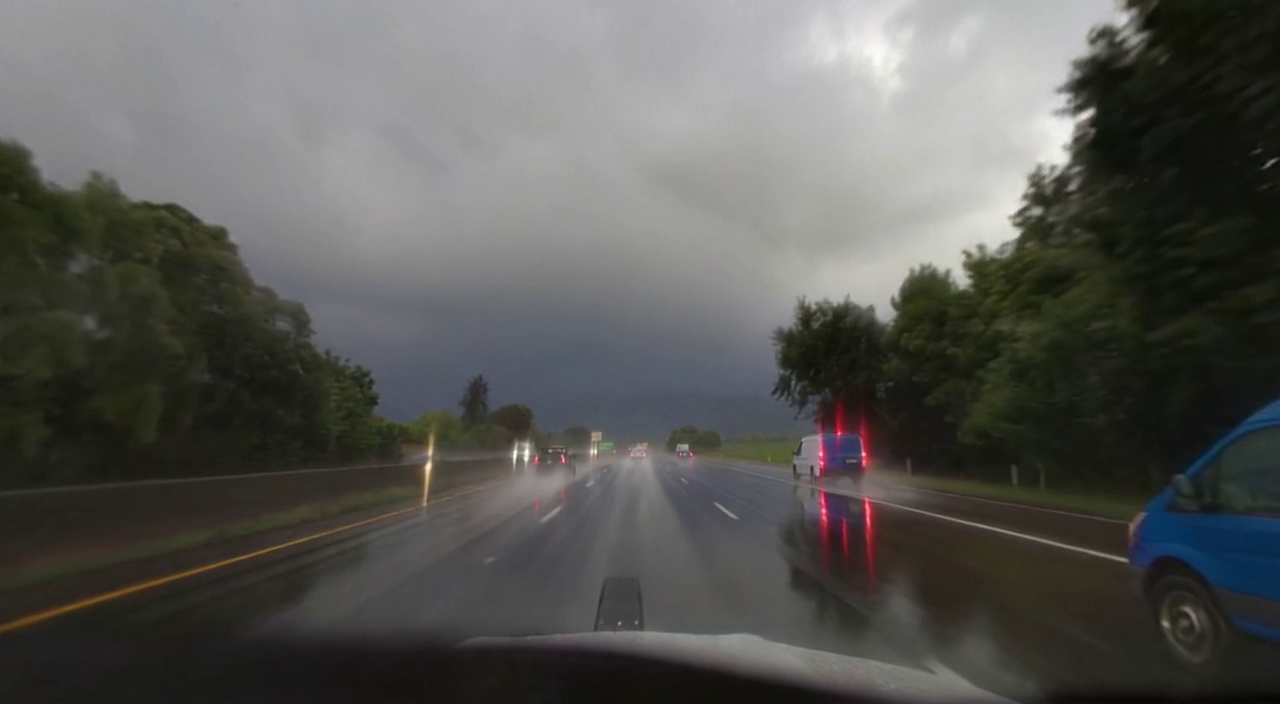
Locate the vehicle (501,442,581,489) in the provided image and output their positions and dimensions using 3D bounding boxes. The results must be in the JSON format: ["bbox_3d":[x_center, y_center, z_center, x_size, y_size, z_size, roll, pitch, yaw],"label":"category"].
[{"bbox_3d":[-3.490,4.123,23.107,2.160,1.530,4.500,0,-9,0],"label":"vehicle"}]

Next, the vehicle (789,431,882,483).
[{"bbox_3d":[7.891,4.301,25.981,2.133,1.933,4.986,0,-9,-1],"label":"vehicle"}]

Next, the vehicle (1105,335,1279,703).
[{"bbox_3d":[3.742,0.569,1.267,2.169,1.685,4.417,0,-9,0],"label":"vehicle"}]

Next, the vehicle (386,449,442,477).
[{"bbox_3d":[-12.045,5.895,33.704,1.761,1.392,3.552,0,-9,-2],"label":"vehicle"}]
